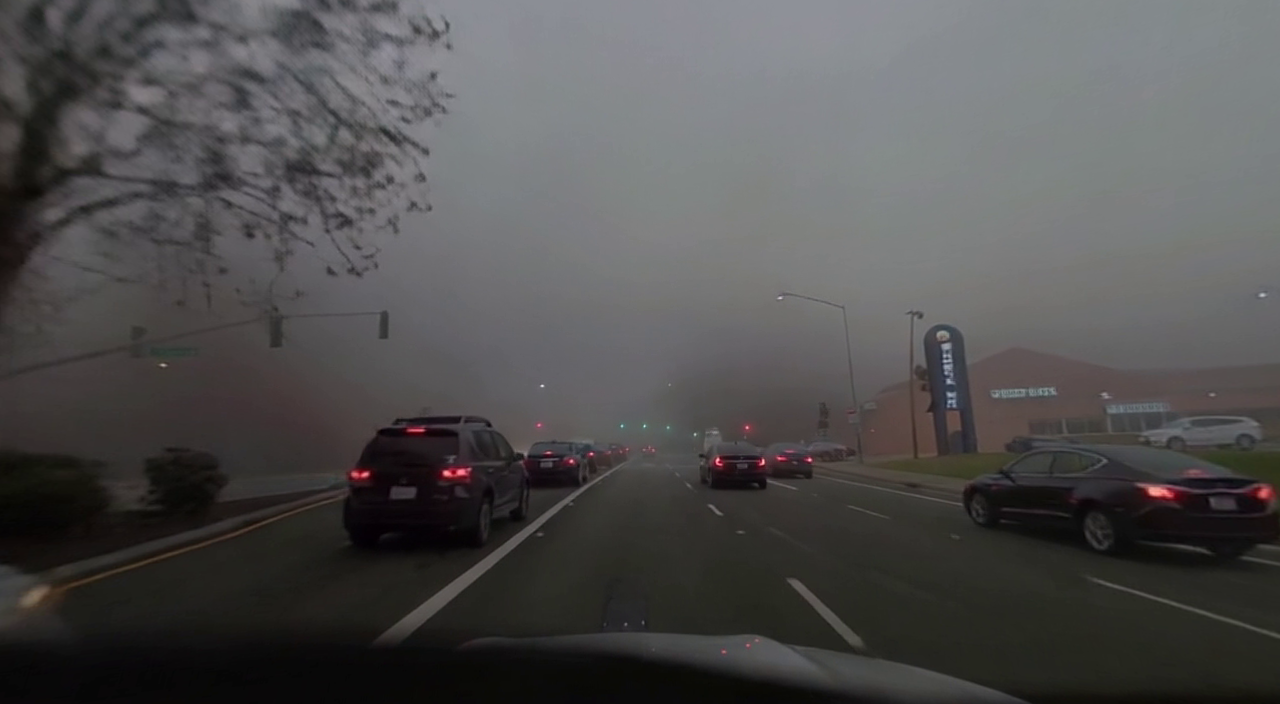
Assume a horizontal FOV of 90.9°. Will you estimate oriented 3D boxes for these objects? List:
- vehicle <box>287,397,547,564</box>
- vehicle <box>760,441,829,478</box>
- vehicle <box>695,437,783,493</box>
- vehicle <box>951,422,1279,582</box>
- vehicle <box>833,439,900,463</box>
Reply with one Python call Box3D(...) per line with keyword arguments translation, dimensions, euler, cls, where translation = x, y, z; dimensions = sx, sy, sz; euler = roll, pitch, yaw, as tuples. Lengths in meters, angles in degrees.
Box3D(translation=(-2.761, 1.738, 9.143), dimensions=(2.117, 1.799, 4.442), euler=(0, -9, 0), cls="vehicle")
Box3D(translation=(7.095, 4.987, 29.547), dimensions=(2.070, 1.547, 4.941), euler=(0, -9, 1), cls="vehicle")
Box3D(translation=(2.885, 3.429, 19.393), dimensions=(2.004, 1.512, 4.206), euler=(0, -9, 0), cls="vehicle")
Box3D(translation=(6.371, 1.825, 8.563), dimensions=(1.881, 1.540, 4.750), euler=(0, -9, 1), cls="vehicle")
Box3D(translation=(16.258, 7.109, 45.182), dimensions=(4.337, 1.614, 2.043), euler=(4, -10, -29), cls="vehicle")
